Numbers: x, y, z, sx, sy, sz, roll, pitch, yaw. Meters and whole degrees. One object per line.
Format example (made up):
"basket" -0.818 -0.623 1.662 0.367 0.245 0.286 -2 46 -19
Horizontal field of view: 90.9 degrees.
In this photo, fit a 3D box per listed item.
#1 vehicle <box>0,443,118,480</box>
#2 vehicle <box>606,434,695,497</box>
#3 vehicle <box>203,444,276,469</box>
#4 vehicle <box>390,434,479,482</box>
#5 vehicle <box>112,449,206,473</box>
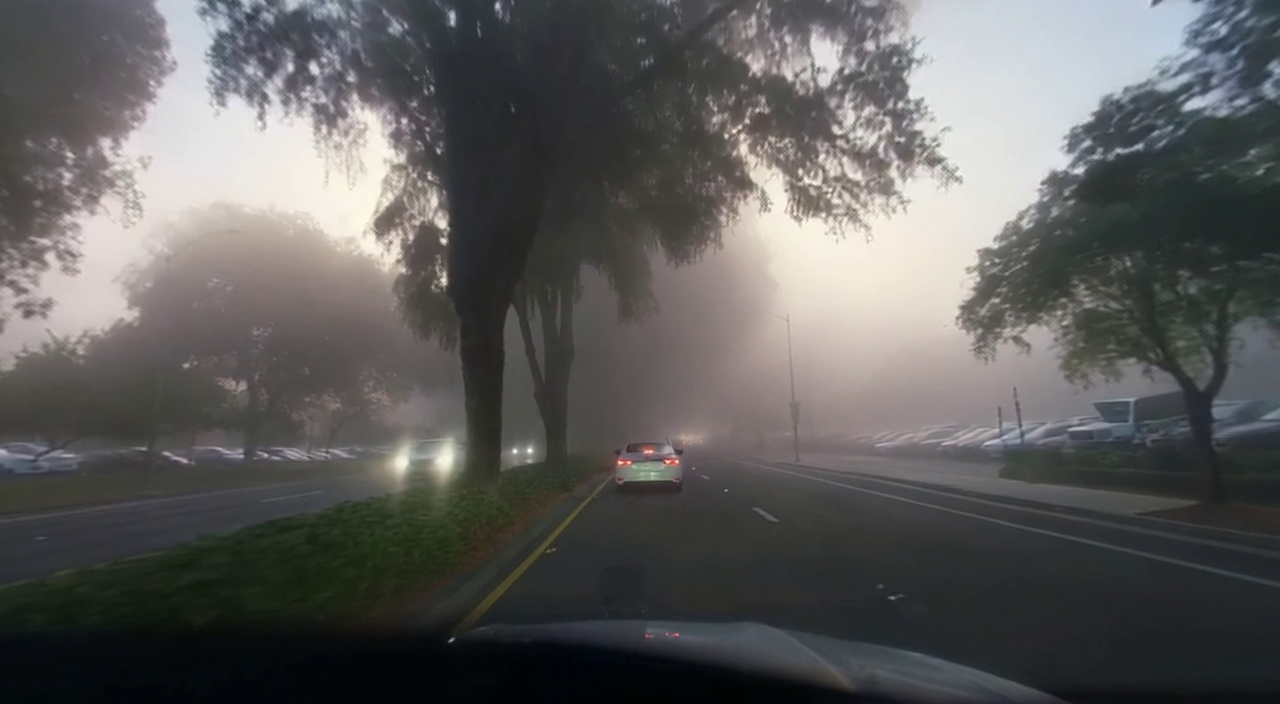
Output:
"vehicle" -30.168 5.589 32.374 4.764 1.786 2.091 0 -9 0
"vehicle" 0.202 2.970 16.842 2.093 1.442 3.977 0 -9 -1
"vehicle" -30.222 7.901 47.688 4.266 1.600 1.877 -3 -8 -2
"vehicle" -8.370 4.370 26.270 2.131 1.778 4.912 0 -9 -1
"vehicle" -30.479 6.916 40.044 4.356 1.444 1.819 0 -9 -1
